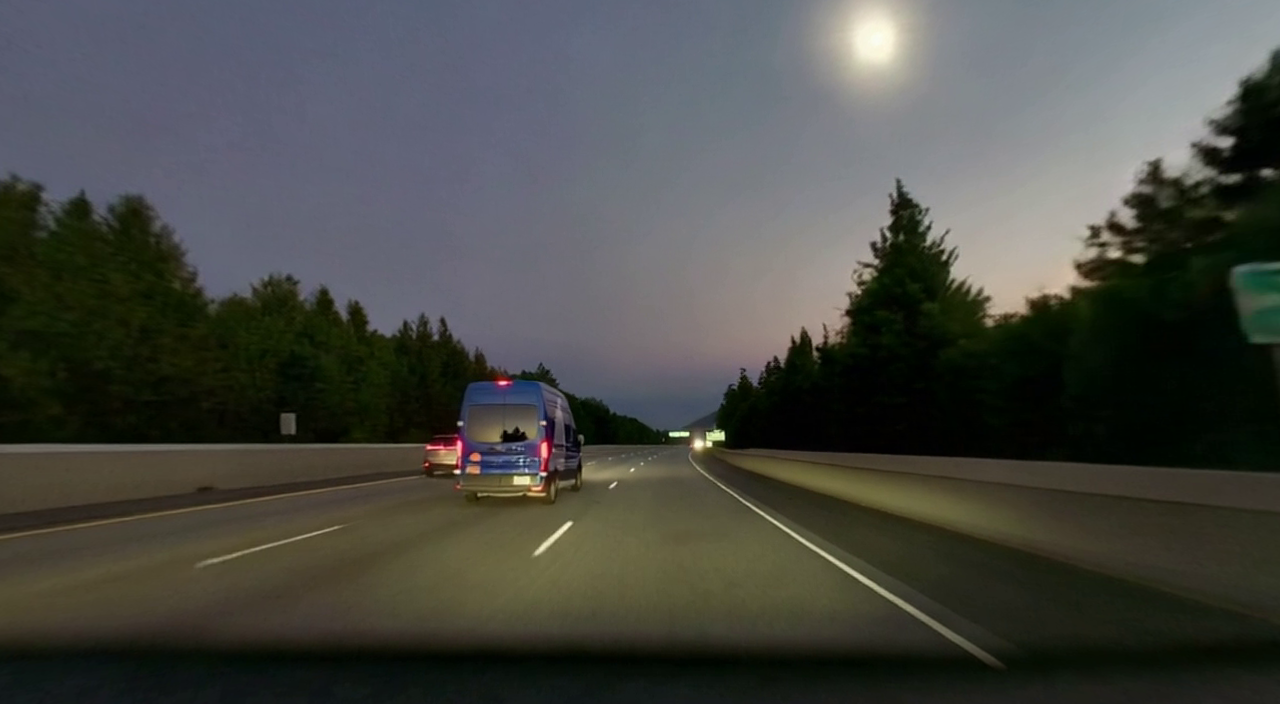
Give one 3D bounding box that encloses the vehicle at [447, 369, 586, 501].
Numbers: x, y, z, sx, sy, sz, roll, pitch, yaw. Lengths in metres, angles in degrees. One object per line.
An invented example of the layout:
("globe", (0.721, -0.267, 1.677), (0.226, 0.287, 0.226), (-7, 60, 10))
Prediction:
("vehicle", (-2.928, 2.210, 16.654), (2.319, 2.883, 5.632), (0, -8, 2))
